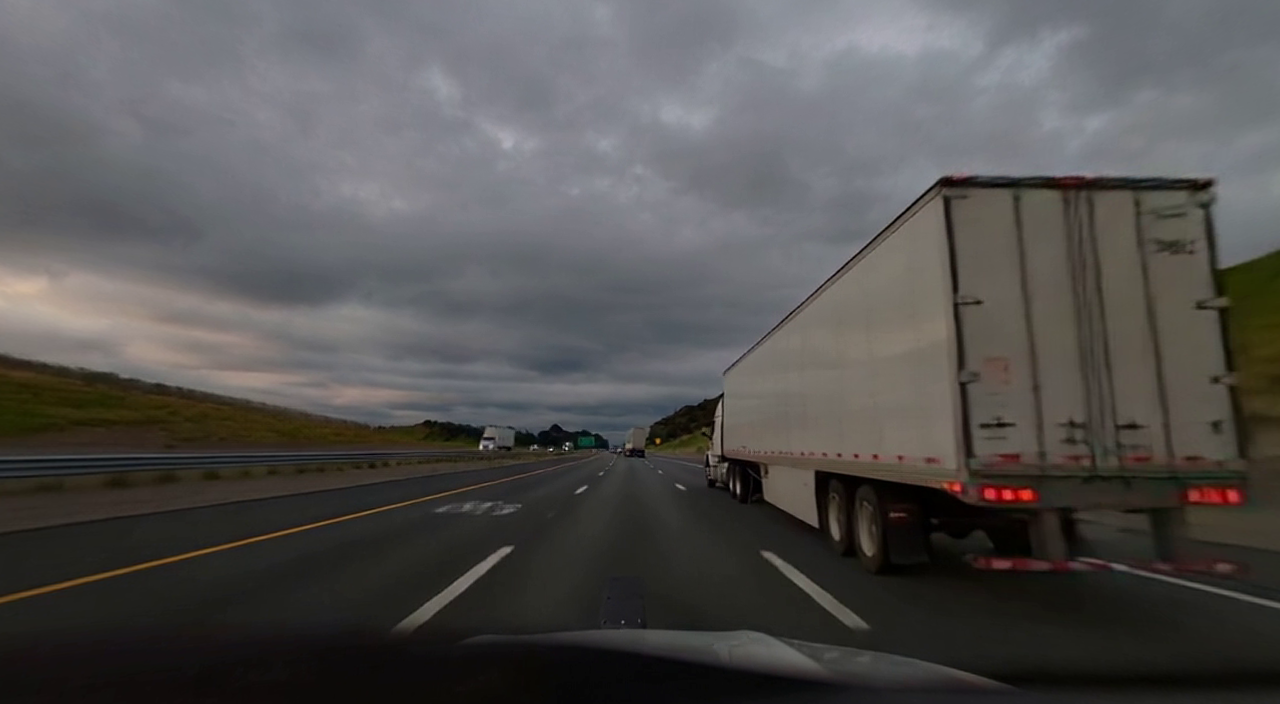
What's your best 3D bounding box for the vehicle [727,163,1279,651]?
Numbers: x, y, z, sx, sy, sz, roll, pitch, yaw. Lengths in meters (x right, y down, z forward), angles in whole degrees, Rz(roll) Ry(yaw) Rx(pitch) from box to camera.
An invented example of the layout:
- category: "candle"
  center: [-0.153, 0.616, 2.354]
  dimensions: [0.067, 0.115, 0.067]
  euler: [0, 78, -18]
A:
- category: "vehicle"
  center: [3.820, 1.208, 10.453]
  dimensions: [2.876, 3.586, 11.726]
  euler: [0, -9, -1]
